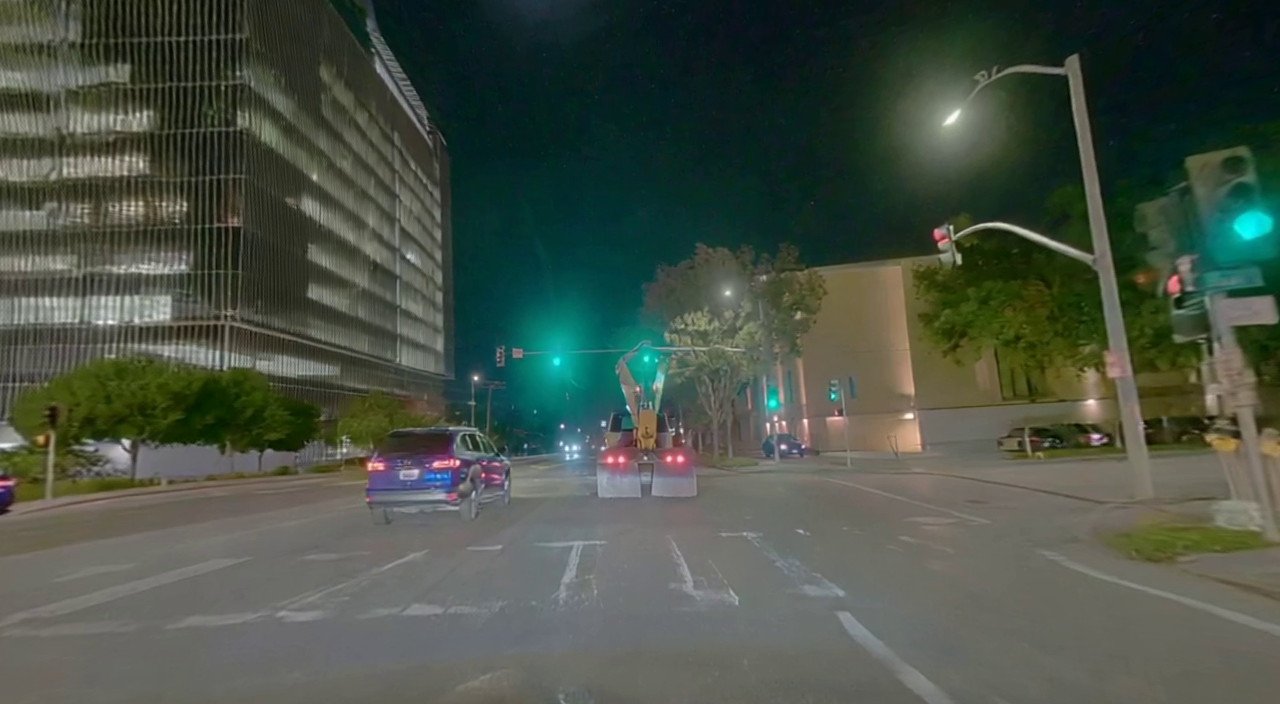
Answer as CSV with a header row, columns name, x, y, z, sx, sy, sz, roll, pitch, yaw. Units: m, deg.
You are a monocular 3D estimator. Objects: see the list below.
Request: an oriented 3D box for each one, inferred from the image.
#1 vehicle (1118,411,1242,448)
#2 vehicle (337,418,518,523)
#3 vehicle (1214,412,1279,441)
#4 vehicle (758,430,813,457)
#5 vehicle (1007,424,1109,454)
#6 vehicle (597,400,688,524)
name,x,y,z,sx,sy,sz,roll,pitch,yaw
vehicle,28.413,4.117,33.271,4.772,1.868,2.053,1,-8,-5
vehicle,-3.872,2.255,12.431,2.081,1.688,4.235,0,-9,0
vehicle,39.559,4.796,40.279,4.363,1.741,1.914,2,-9,-11
vehicle,10.464,6.613,45.758,2.186,1.783,4.716,0,-8,-10
vehicle,21.128,4.455,32.093,1.767,1.440,4.261,1,-9,-10
vehicle,0.107,3.884,23.389,2.552,3.461,11.044,-1,-8,0
